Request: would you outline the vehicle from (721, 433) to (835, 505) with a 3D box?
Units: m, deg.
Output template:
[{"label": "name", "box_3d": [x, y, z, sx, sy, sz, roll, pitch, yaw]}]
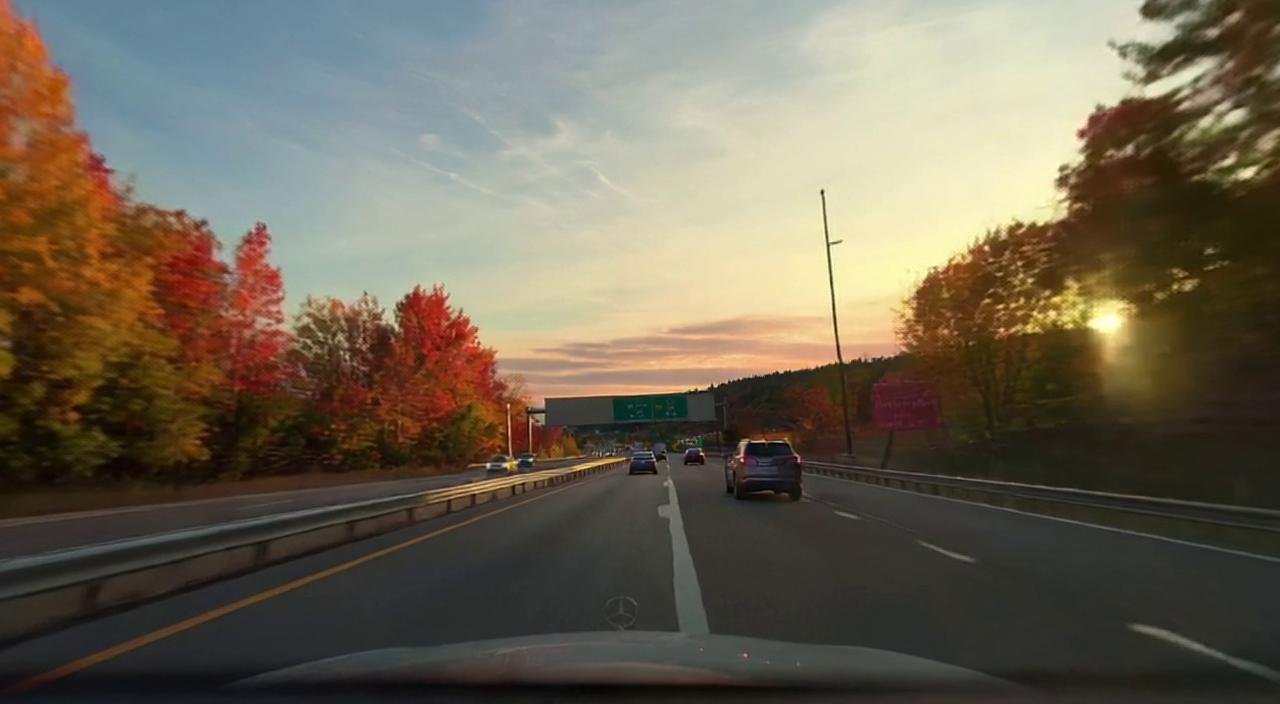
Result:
[{"label": "vehicle", "box_3d": [3.607, 3.172, 17.338, 2.250, 1.718, 4.358, -1, -9, 1]}]

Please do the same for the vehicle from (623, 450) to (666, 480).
[{"label": "vehicle", "box_3d": [0.276, 5.656, 31.627, 2.037, 1.418, 3.793, -1, -9, 2]}]
